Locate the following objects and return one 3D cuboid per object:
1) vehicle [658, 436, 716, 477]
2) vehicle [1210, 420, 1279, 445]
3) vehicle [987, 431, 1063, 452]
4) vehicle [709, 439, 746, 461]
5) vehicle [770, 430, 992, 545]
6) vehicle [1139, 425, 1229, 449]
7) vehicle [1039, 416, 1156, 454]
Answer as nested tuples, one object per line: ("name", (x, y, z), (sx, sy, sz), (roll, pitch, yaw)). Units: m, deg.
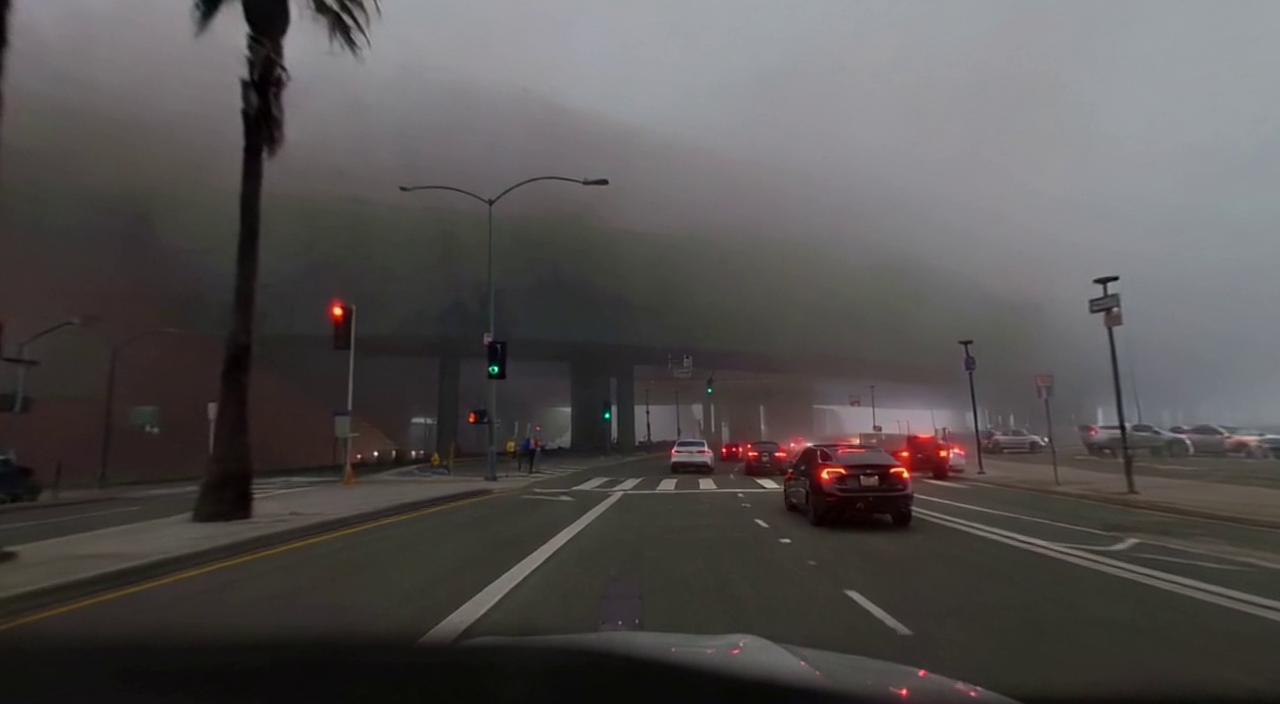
("vehicle", (1.991, 4.239, 25.663), (2.077, 1.518, 3.760), (-1, -9, 8))
("vehicle", (40.837, 5.350, 41.561), (5.097, 1.557, 1.900), (2, -9, -11))
("vehicle", (28.314, 6.571, 46.320), (4.487, 1.474, 1.943), (2, -9, -12))
("vehicle", (6.265, 6.955, 44.717), (2.134, 1.492, 4.674), (-2, -9, 13))
("vehicle", (3.711, 2.175, 10.893), (2.051, 1.509, 4.933), (0, -9, 2))
("vehicle", (34.615, 5.432, 40.100), (4.535, 1.480, 1.882), (2, -9, -13))
("vehicle", (28.035, 5.120, 38.629), (5.771, 2.019, 2.293), (-1, -8, -12))
